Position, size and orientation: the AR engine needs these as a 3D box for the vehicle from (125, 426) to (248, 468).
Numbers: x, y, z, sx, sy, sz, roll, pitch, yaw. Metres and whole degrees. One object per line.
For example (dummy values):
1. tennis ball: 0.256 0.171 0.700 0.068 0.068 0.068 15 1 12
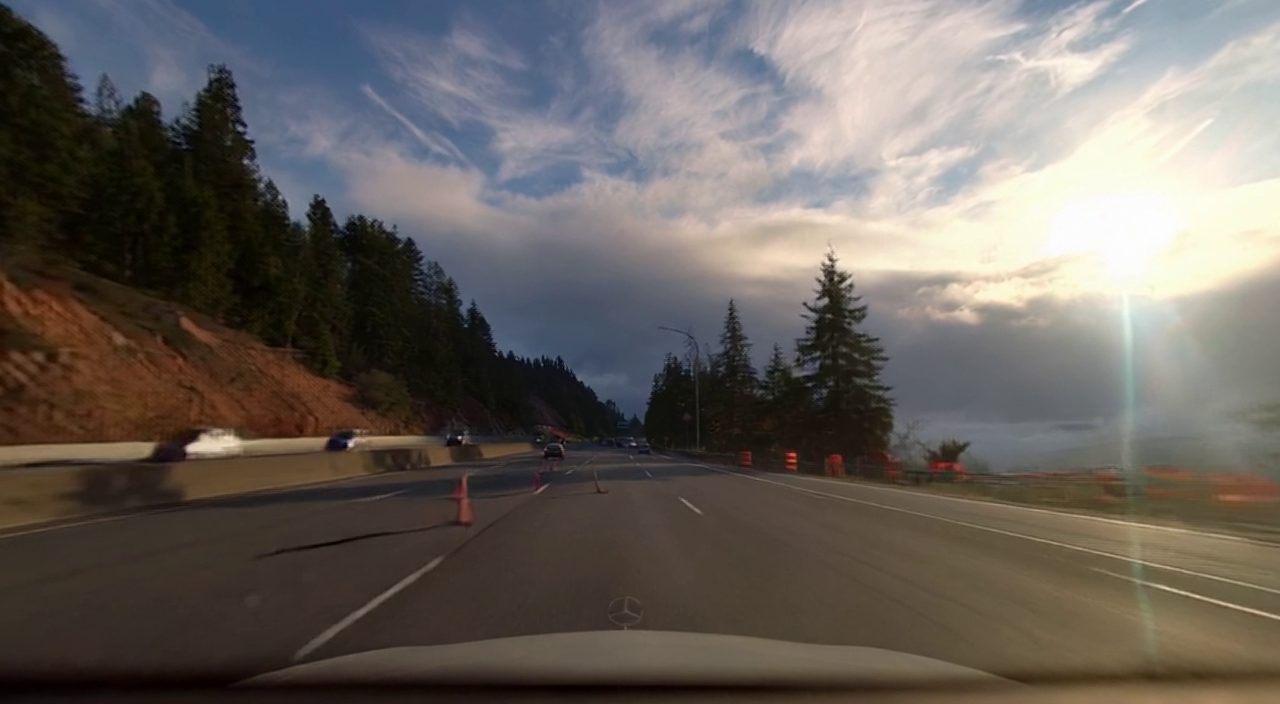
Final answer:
1. vehicle: -19.483 4.123 27.411 1.971 1.640 4.581 0 -8 -1

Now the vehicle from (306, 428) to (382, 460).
1. vehicle: -15.778 4.947 33.870 2.008 1.598 4.397 0 -8 -1
